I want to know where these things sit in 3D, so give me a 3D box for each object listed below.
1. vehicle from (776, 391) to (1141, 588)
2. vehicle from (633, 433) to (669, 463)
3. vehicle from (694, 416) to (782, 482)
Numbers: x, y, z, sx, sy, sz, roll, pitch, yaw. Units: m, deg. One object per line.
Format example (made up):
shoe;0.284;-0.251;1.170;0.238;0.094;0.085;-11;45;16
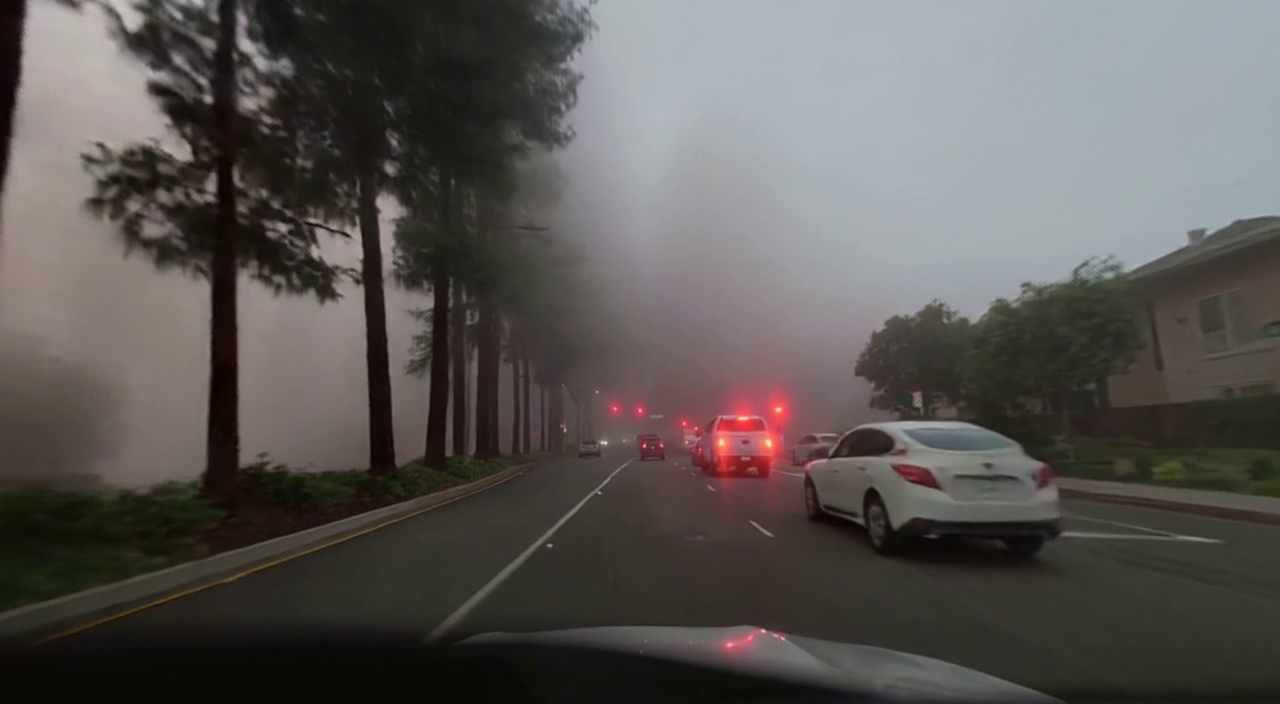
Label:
vehicle;3.266;1.527;7.872;2.041;1.688;4.717;0;-8;0
vehicle;0.636;5.866;38.577;2.052;1.693;4.554;0;-8;1
vehicle;3.345;3.517;23.081;2.268;2.090;6.113;0;-8;0
